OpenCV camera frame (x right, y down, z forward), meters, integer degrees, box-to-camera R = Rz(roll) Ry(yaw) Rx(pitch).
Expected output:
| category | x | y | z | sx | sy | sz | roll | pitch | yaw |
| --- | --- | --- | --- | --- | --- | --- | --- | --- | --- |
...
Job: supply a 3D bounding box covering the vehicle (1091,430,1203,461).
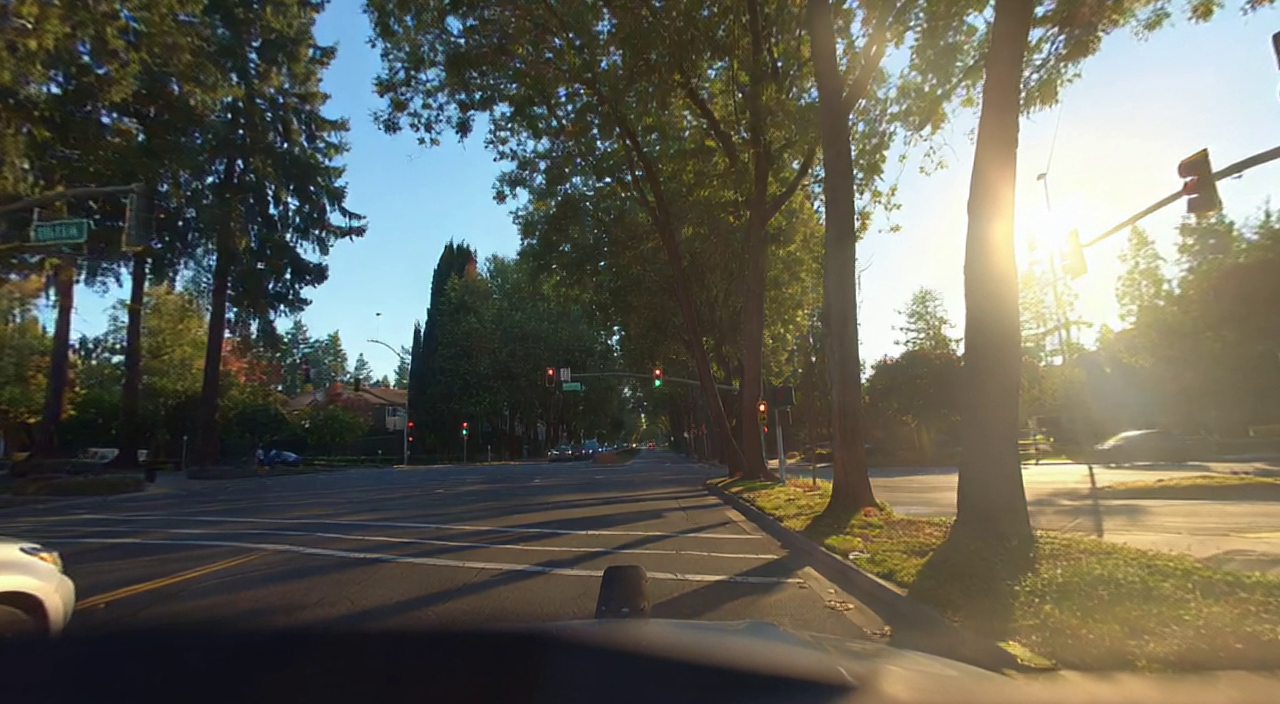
| category | x | y | z | sx | sy | sz | roll | pitch | yaw |
| --- | --- | --- | --- | --- | --- | --- | --- | --- | --- |
| vehicle | 25.476 | 4.736 | 31.847 | 3.952 | 1.468 | 1.768 | -3 | -9 | 22 |
